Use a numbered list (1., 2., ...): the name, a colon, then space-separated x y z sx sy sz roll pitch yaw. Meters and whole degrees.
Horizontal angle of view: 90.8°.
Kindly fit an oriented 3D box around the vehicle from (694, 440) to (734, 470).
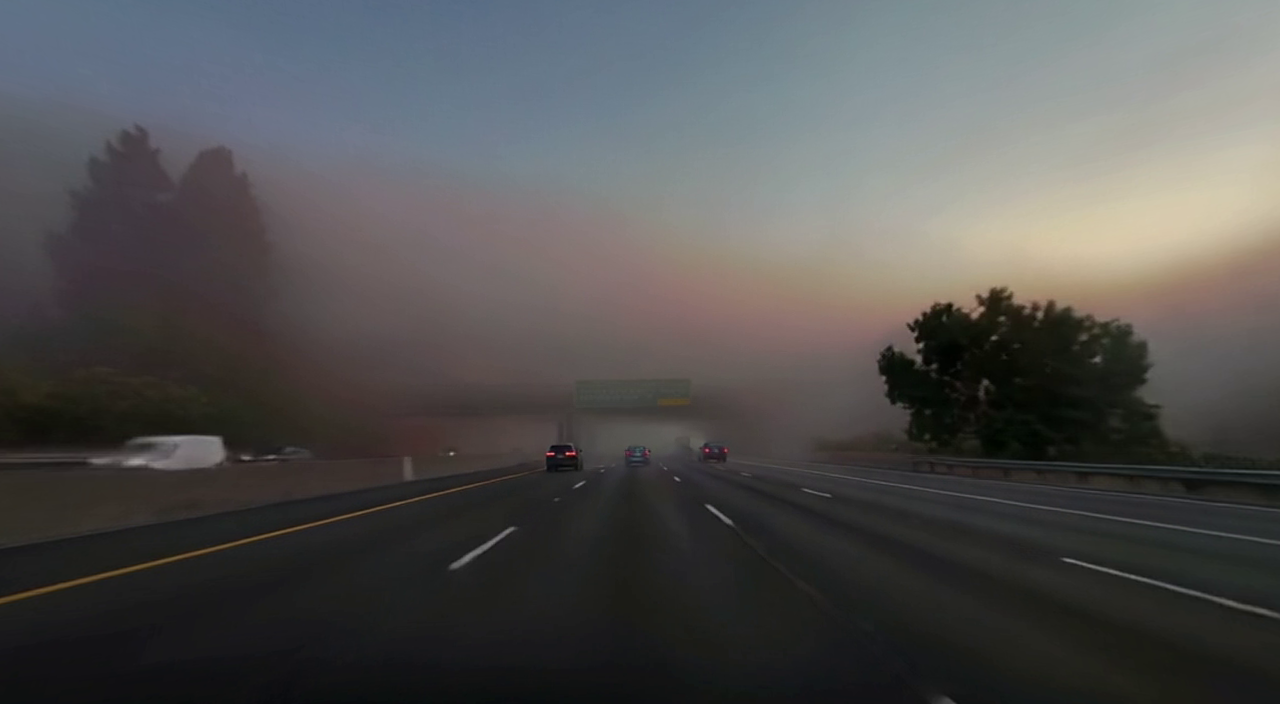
1. vehicle: 4.259 6.009 36.925 1.936 1.625 3.991 0 -8 1

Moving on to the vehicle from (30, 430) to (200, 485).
1. vehicle: -20.484 4.138 25.059 2.230 1.931 5.157 0 -9 1

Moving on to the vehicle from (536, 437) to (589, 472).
1. vehicle: -4.071 5.475 33.927 2.113 1.756 4.471 0 -9 2

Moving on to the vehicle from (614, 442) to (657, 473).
1. vehicle: -0.195 5.369 32.388 2.075 1.486 4.007 0 -8 0
